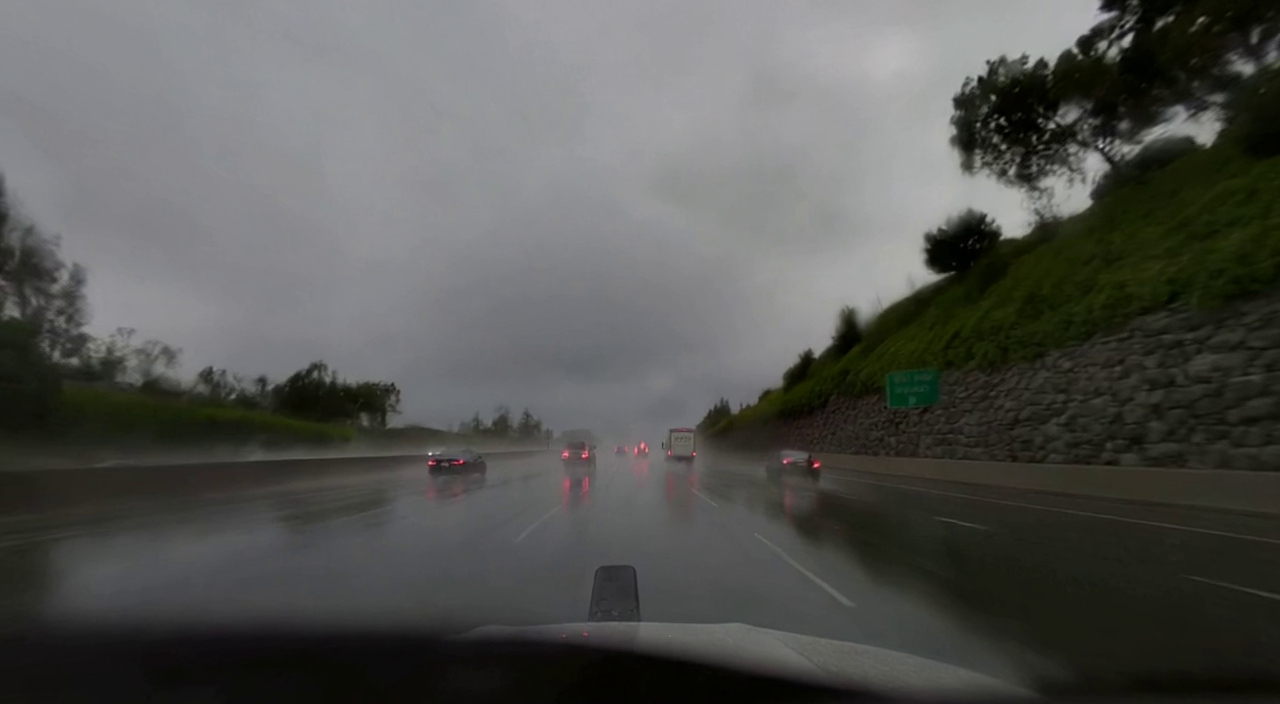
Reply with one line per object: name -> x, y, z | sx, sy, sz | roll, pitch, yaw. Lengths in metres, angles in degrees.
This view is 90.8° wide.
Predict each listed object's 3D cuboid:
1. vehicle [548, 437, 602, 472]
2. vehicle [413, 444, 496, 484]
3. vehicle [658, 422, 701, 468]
vehicle -> -3.897, 6.326, 39.251 | 2.720, 2.041, 5.432 | 0, -8, 1
vehicle -> -7.633, 4.641, 26.482 | 2.102, 1.522, 4.394 | 0, -8, 0
vehicle -> 2.860, 7.095, 48.138 | 2.795, 3.187, 7.205 | 0, -8, 0
